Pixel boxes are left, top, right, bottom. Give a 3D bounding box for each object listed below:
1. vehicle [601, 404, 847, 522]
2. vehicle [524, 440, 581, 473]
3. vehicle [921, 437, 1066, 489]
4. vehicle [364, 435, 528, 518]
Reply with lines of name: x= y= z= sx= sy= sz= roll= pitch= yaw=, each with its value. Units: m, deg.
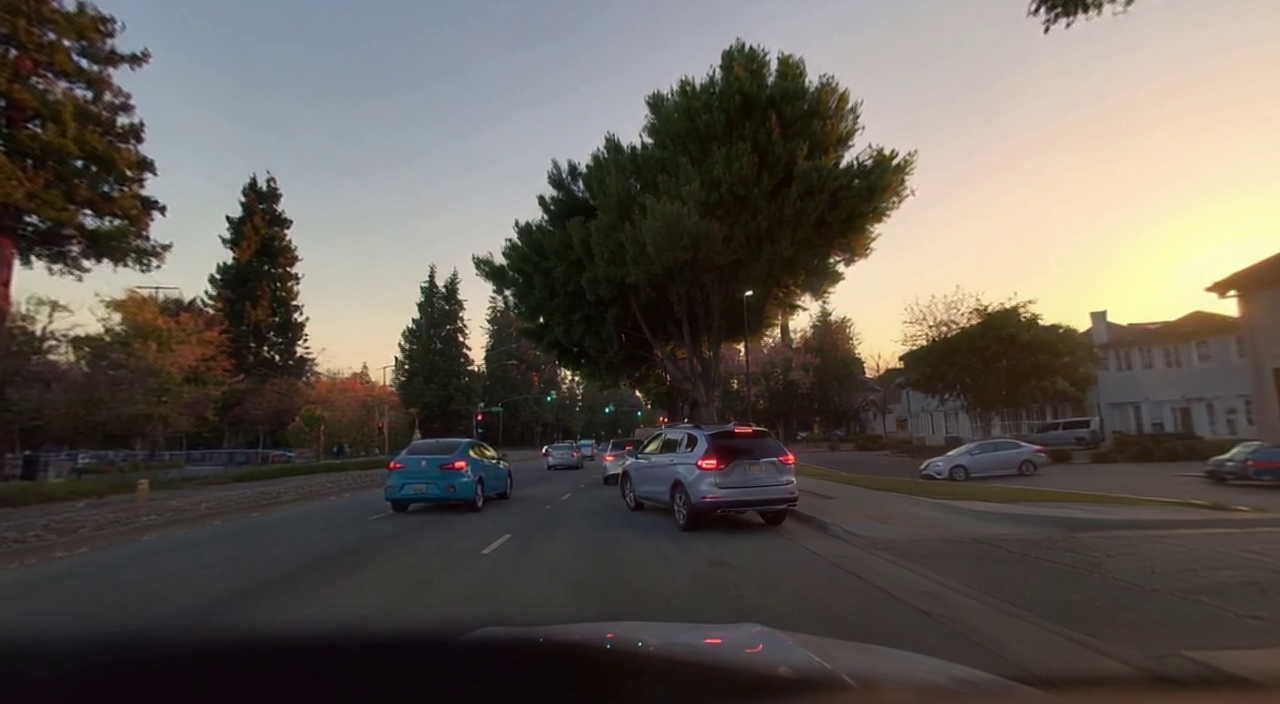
vehicle: x=1.545 y=2.211 z=12.927 sx=4.642 sy=1.955 sz=2.052 roll=-8 pitch=-12 yaw=43
vehicle: x=-4.073 y=4.937 z=29.887 sx=2.042 sy=1.470 sz=4.123 roll=0 pitch=-8 yaw=1
vehicle: x=12.285 y=3.883 z=22.035 sx=3.871 sy=1.525 sz=1.835 roll=-3 pitch=-9 yaw=0
vehicle: x=-3.890 y=2.564 z=13.511 sx=2.026 sy=1.466 sz=4.282 roll=0 pitch=-8 yaw=2
